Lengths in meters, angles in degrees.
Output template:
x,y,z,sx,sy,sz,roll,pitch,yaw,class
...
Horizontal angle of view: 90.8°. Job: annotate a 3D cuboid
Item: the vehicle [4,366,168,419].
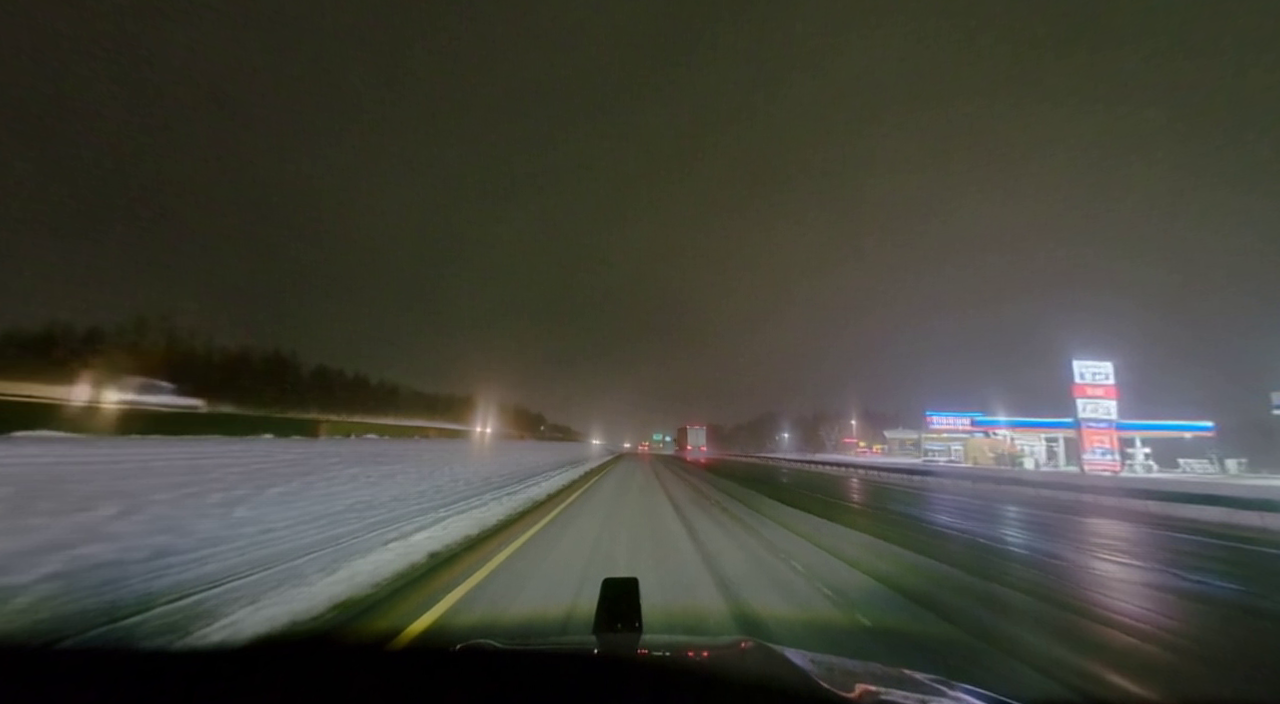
x,y,z,sx,sy,sz,roll,pitch,yaw,class
-20.531,1.617,23.751,1.827,1.603,4.752,0,-8,0,vehicle
